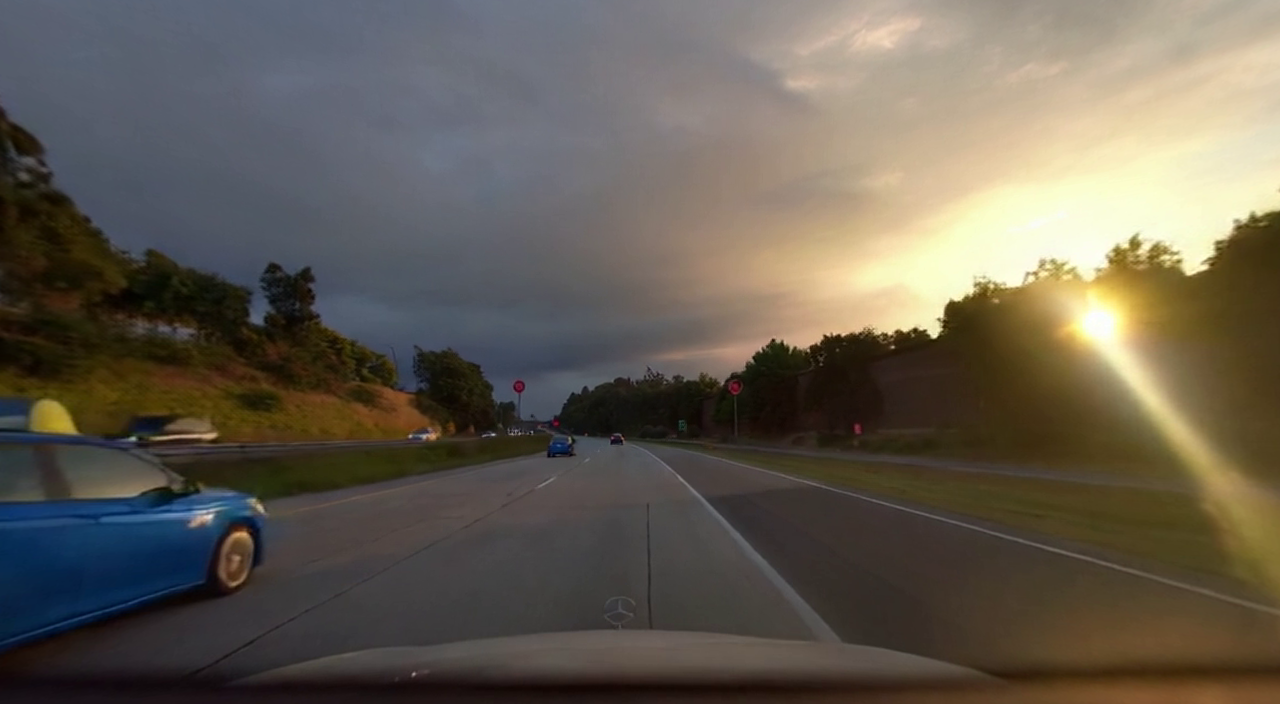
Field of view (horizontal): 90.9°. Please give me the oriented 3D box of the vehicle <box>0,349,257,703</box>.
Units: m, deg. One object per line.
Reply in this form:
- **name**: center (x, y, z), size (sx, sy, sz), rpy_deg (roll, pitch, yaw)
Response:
- **vehicle**: center (-3.892, 0.724, 2.286), size (2.047, 1.612, 4.631), rpy_deg (0, -8, 0)

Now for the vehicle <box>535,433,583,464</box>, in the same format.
- **vehicle**: center (-3.899, 4.696, 30.934), size (1.874, 1.369, 3.875), rpy_deg (0, -8, -1)
